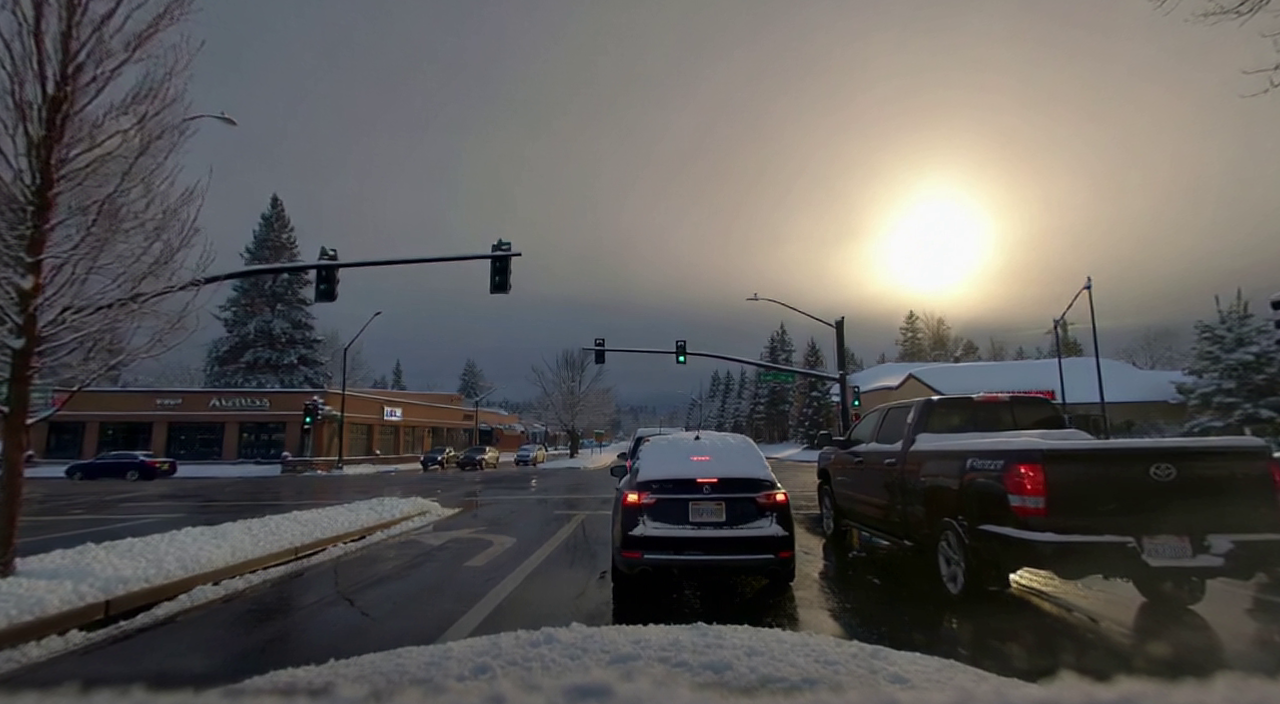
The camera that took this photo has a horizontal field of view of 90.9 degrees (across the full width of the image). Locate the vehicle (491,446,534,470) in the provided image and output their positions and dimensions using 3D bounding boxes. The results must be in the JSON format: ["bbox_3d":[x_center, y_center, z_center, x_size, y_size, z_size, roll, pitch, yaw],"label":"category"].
[{"bbox_3d":[-8.438,7.052,42.124,2.002,1.469,4.301,0,-8,-1],"label":"vehicle"}]

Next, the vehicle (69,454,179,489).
[{"bbox_3d":[-29.089,6.712,35.627,4.789,1.828,2.025,-2,-9,10],"label":"vehicle"}]

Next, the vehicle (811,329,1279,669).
[{"bbox_3d":[3.795,1.284,6.678,2.358,2.116,5.328,0,-8,-1],"label":"vehicle"}]

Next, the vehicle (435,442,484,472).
[{"bbox_3d":[-11.881,6.926,41.875,1.991,1.844,4.393,0,-8,-1],"label":"vehicle"}]

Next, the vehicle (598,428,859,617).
[{"bbox_3d":[0.615,1.605,6.859,2.038,1.447,3.756,0,-8,-2],"label":"vehicle"}]
